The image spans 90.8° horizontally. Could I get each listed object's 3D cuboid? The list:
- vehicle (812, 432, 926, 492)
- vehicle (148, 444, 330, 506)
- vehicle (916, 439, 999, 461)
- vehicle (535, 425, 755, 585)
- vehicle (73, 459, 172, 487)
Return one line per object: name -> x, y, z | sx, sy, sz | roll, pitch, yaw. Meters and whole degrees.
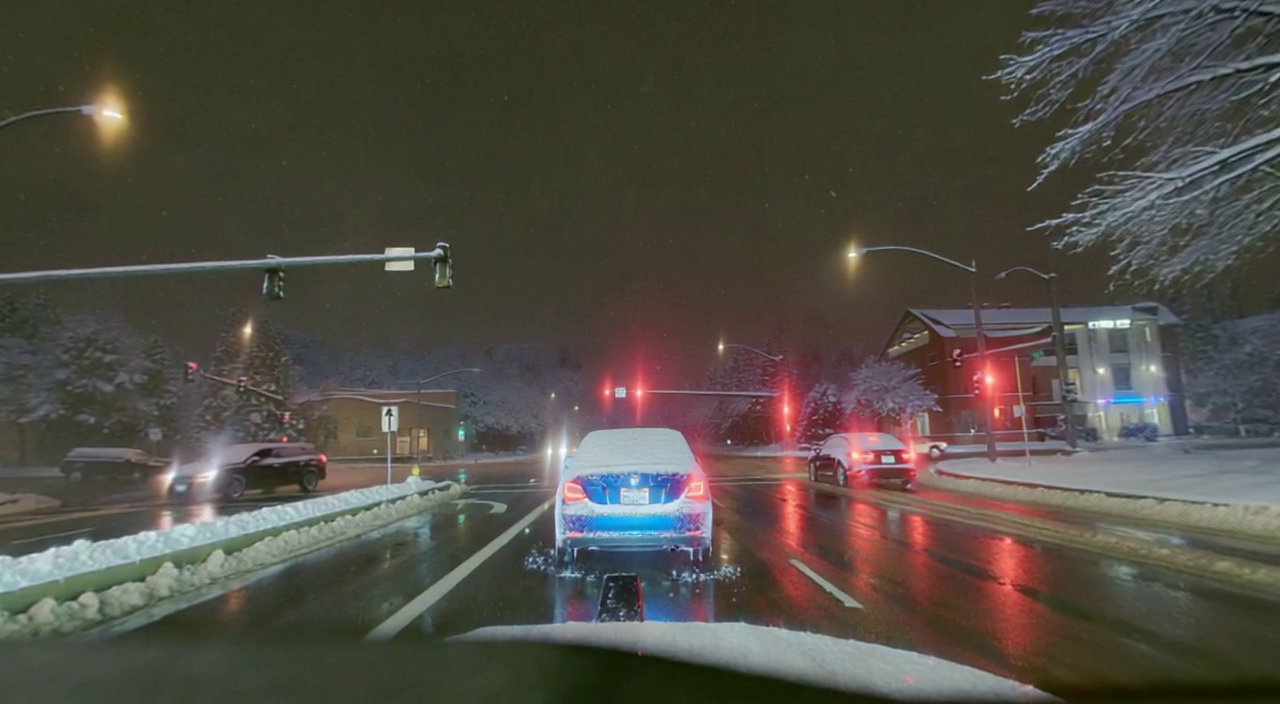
vehicle -> 7.065, 3.436, 20.067 | 2.039, 1.692, 4.319 | 0, -8, 1
vehicle -> -12.482, 3.814, 20.148 | 2.097, 1.710, 4.649 | -2, -9, 13
vehicle -> 21.926, 6.782, 43.757 | 4.563, 1.454, 2.056 | -1, -8, 3
vehicle -> -0.009, 1.762, 8.140 | 2.070, 1.488, 4.206 | 0, -8, -2
vehicle -> -32.397, 7.555, 39.645 | 4.401, 1.625, 1.863 | 0, -8, -4
